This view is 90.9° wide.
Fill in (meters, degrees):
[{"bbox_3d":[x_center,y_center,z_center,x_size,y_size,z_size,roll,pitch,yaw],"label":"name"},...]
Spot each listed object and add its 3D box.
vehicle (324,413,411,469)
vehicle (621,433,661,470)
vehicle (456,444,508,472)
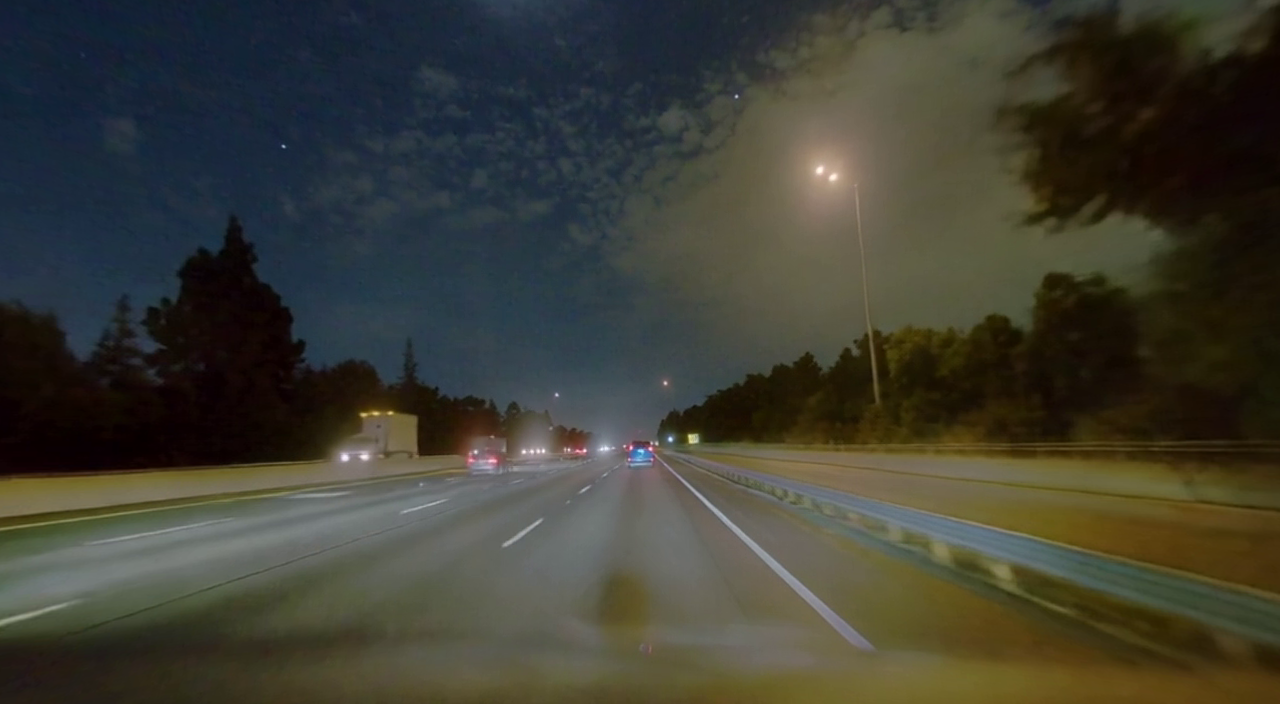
[{"bbox_3d":[-14.128,4.700,33.059,2.499,2.625,4.804,-1,-9,-2],"label":"vehicle"},{"bbox_3d":[0.071,6.169,39.348,2.318,2.145,4.561,0,-8,0],"label":"vehicle"},{"bbox_3d":[-10.182,6.847,41.034,2.037,1.661,4.885,0,-8,1],"label":"vehicle"}]
